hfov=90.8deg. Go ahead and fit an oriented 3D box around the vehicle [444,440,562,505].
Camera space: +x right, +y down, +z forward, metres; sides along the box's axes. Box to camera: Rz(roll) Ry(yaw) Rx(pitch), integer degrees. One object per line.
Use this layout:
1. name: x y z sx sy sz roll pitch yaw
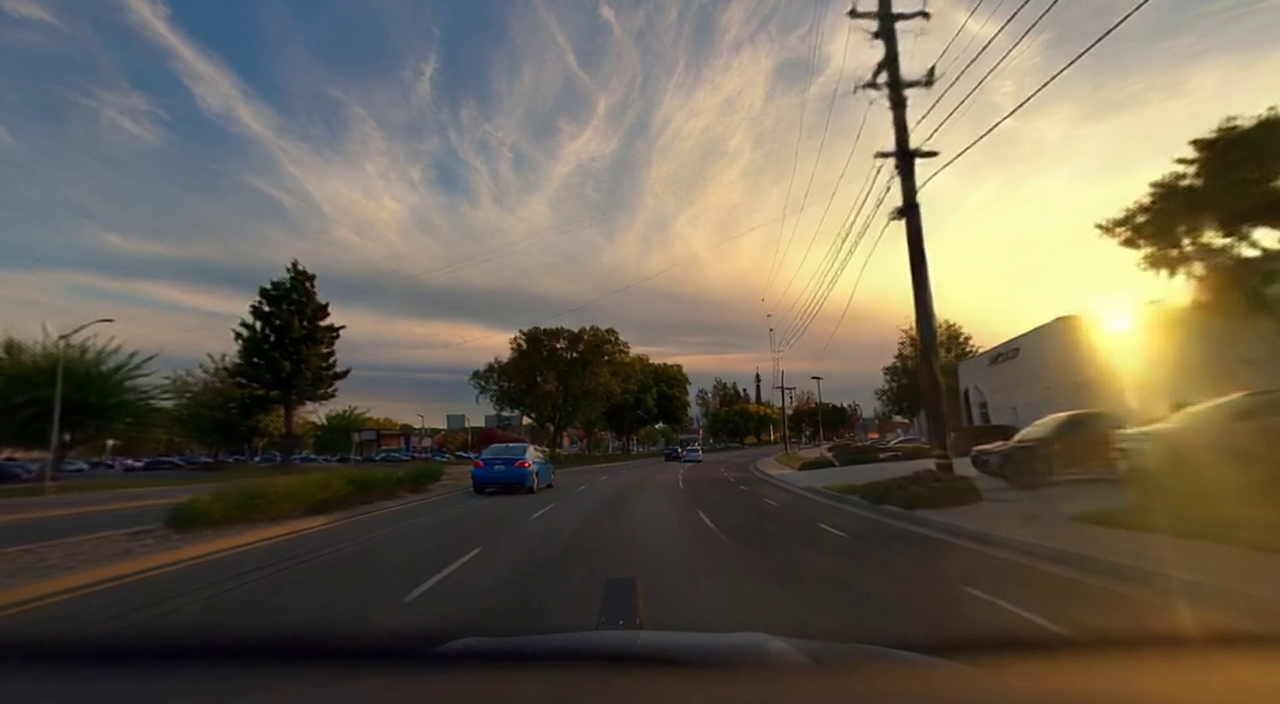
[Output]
1. vehicle: -3.485 3.156 17.076 1.928 1.488 4.635 0 -8 3
